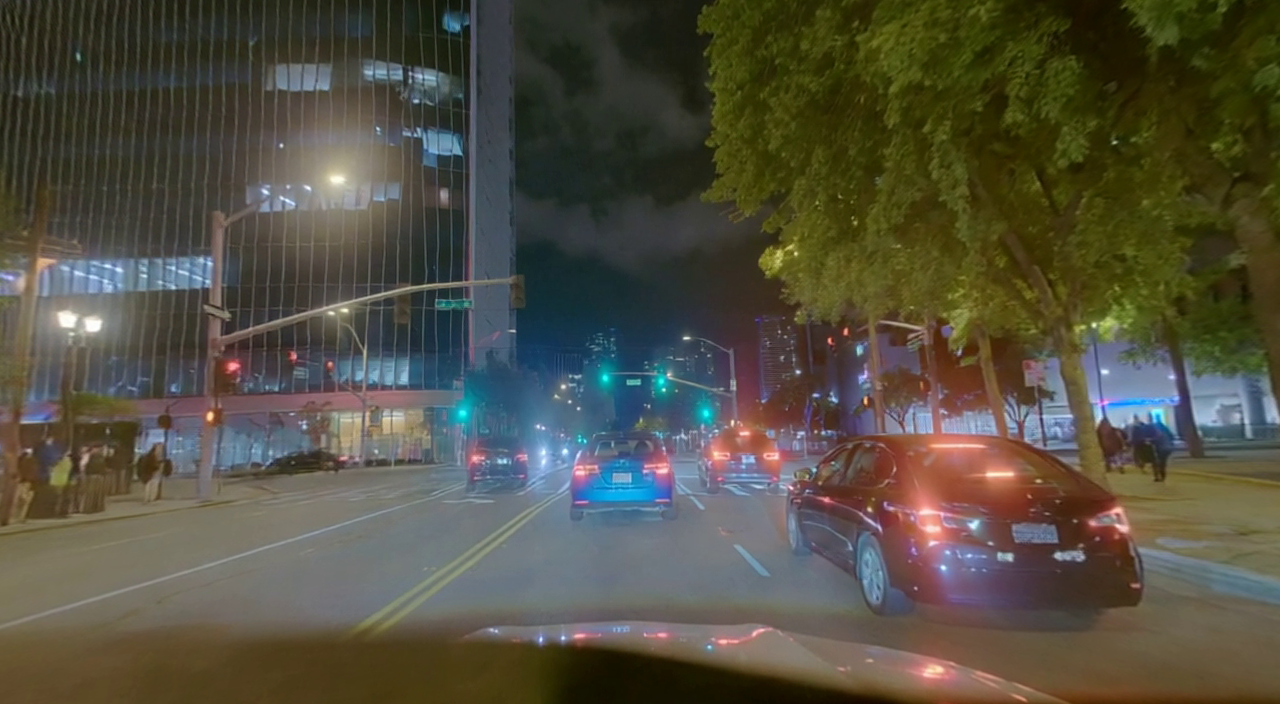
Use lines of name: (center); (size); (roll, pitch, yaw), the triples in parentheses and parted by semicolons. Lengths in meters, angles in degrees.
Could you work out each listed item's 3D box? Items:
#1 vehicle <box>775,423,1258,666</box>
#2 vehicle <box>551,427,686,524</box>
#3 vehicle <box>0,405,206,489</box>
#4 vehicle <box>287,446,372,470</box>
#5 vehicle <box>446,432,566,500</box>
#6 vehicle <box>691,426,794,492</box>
vehicle: (2.756, 1.482, 5.971); (1.952, 1.464, 4.165); (0, -8, -1)
vehicle: (-0.362, 2.205, 11.739); (2.072, 1.476, 4.078); (0, -8, -1)
vehicle: (-25.647, 4.344, 28.814); (8.989, 3.623, 2.884); (0, -8, -2)
vehicle: (-19.304, 6.565, 39.060); (4.531, 1.427, 1.957); (-2, -9, 16)
vehicle: (-3.234, 2.853, 16.137); (2.068, 1.513, 4.221); (0, -8, 1)
vehicle: (2.878, 3.144, 18.791); (2.234, 1.723, 4.486); (0, -8, -1)
